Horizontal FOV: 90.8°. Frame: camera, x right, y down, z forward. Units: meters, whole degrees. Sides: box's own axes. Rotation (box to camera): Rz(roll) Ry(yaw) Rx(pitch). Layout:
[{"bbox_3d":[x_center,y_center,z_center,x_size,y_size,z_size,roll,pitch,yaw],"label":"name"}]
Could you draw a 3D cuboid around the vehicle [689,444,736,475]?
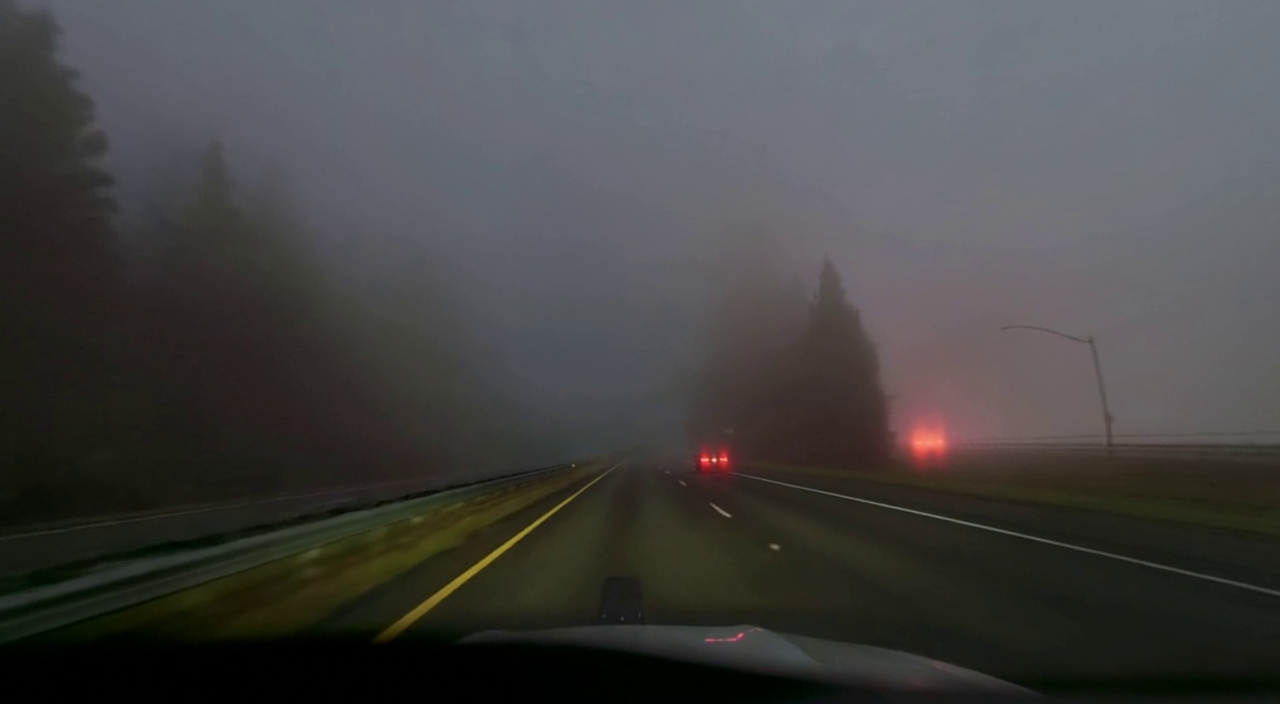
[{"bbox_3d":[3.978,5.983,35.271,2.013,1.584,3.995,0,-9,-1],"label":"vehicle"}]
